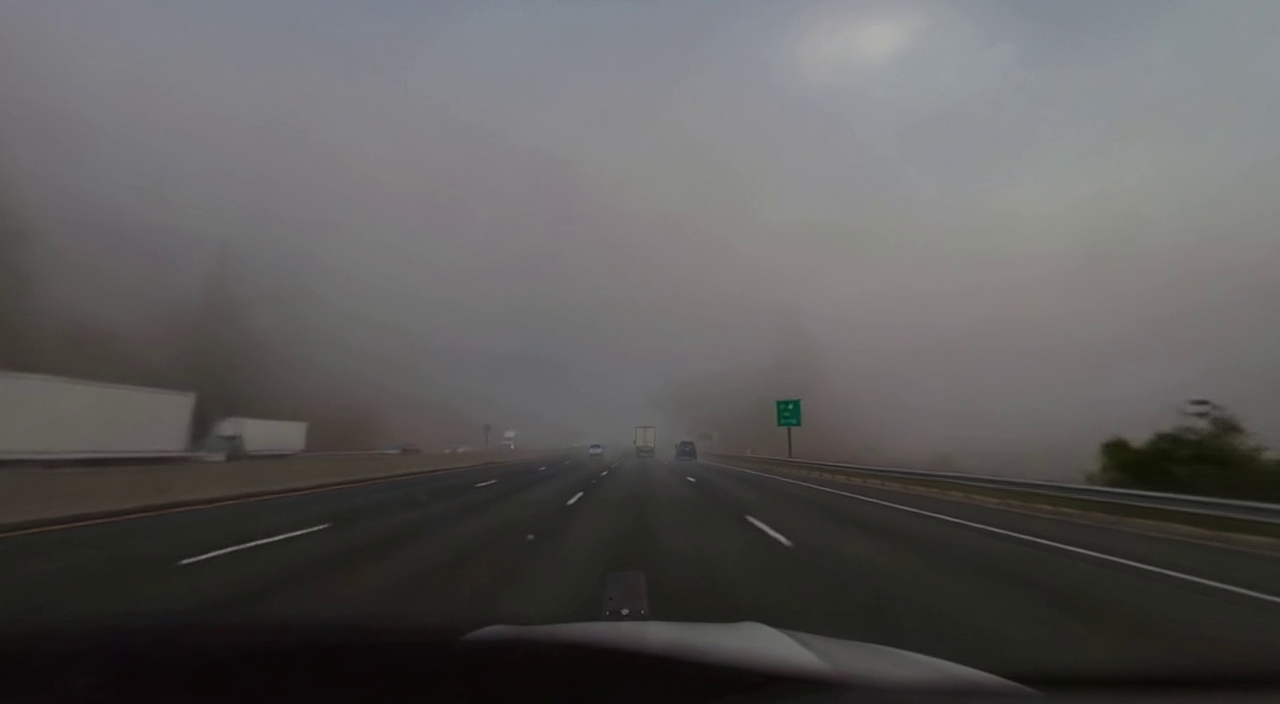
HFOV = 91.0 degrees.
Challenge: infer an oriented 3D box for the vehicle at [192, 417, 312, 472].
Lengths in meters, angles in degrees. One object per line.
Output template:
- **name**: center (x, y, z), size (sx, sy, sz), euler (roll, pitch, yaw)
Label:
- **vehicle**: center (-23.615, 5.713, 38.811), size (2.858, 3.052, 6.823), euler (0, -8, 1)

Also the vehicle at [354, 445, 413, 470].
- **vehicle**: center (-15.433, 6.350, 38.092), size (1.840, 1.450, 4.058), euler (0, -8, 1)

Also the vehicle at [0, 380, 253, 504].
- **vehicle**: center (-19.578, 3.324, 23.074), size (2.809, 3.503, 12.263), euler (0, -8, 1)
